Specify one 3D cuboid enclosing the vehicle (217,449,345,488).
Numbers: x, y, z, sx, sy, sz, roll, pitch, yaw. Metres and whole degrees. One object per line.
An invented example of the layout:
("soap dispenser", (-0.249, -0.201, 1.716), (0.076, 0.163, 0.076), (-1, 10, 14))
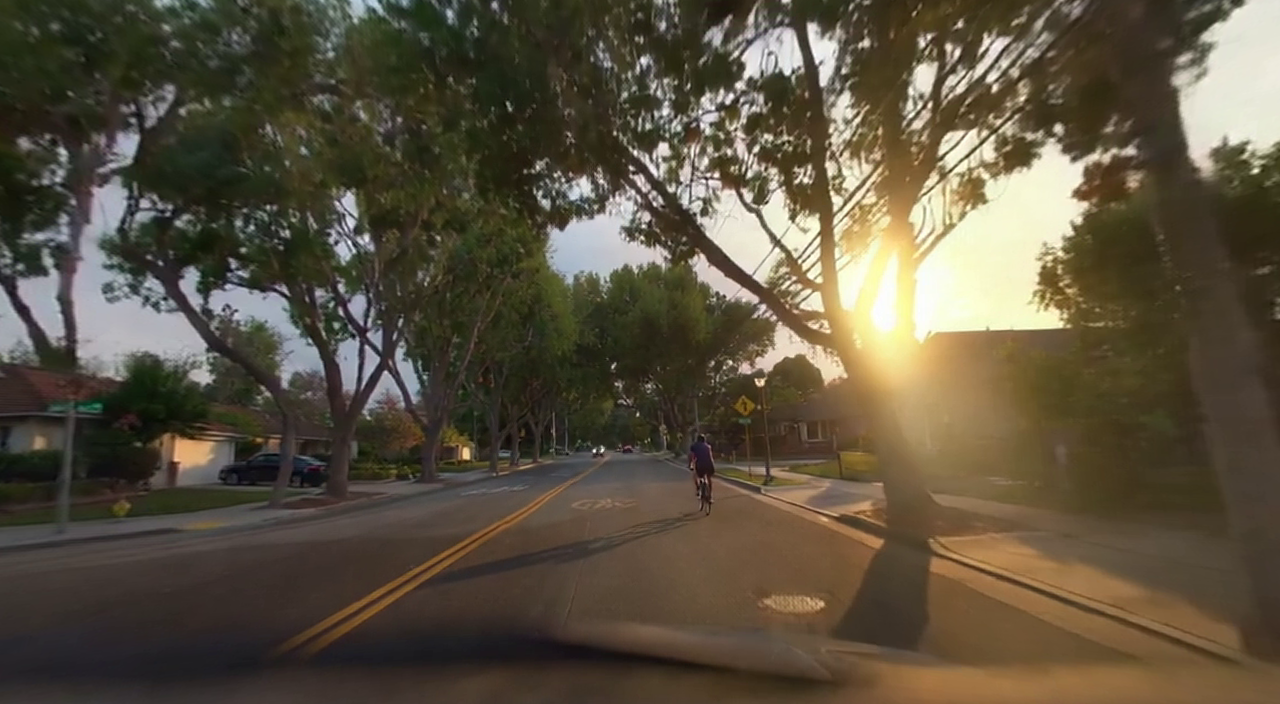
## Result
("vehicle", (-14.629, 4.753, 25.904), (4.143, 1.480, 1.755), (0, -8, -2))
